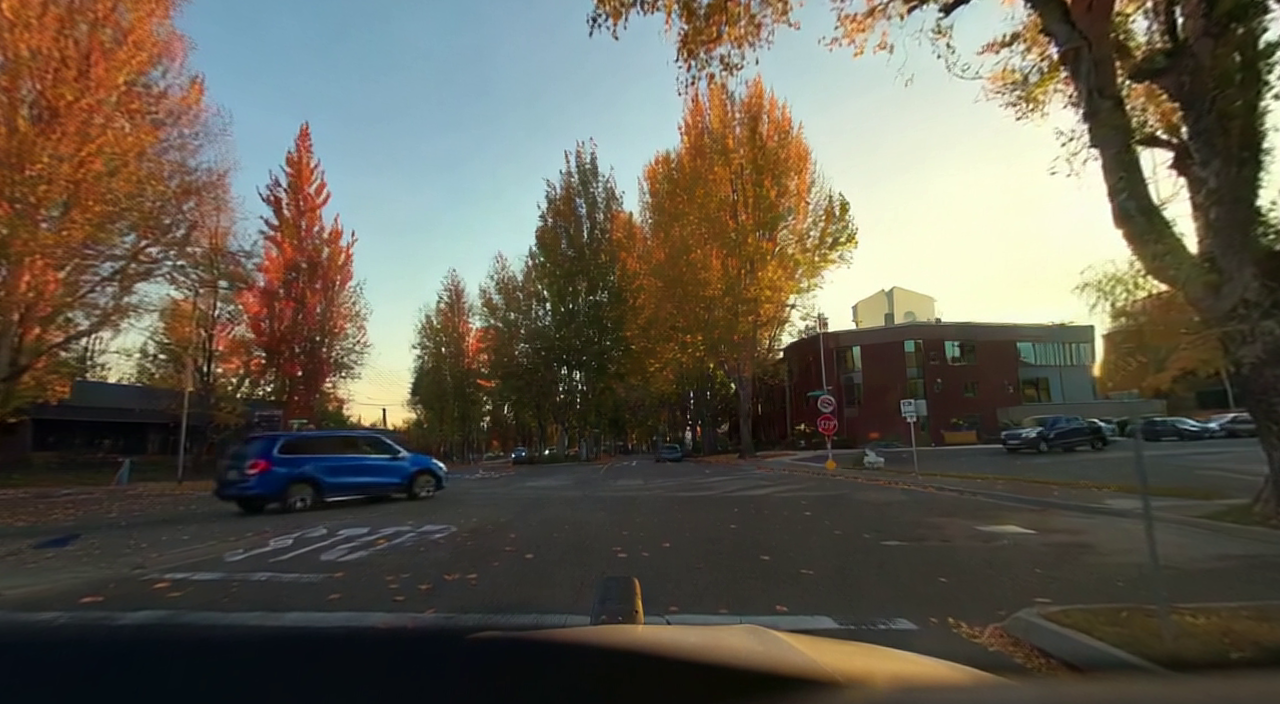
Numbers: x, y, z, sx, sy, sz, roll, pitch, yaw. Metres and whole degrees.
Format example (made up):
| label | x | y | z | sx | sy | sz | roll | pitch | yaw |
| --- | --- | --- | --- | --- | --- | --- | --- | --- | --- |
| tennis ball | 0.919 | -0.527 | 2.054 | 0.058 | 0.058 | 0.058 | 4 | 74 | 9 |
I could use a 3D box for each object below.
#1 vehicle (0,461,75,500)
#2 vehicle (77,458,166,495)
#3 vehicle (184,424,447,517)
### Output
| label | x | y | z | sx | sy | sz | roll | pitch | yaw |
| --- | --- | --- | --- | --- | --- | --- | --- | --- | --- |
| vehicle | -29.481 | 5.963 | 29.282 | 4.410 | 1.644 | 1.907 | 6 | -11 | -35 |
| vehicle | -26.218 | 6.258 | 31.940 | 3.248 | 1.720 | 1.902 | 7 | -11 | -38 |
| vehicle | -8.254 | 3.013 | 16.634 | 2.284 | 2.012 | 5.607 | -8 | -11 | 41 |
